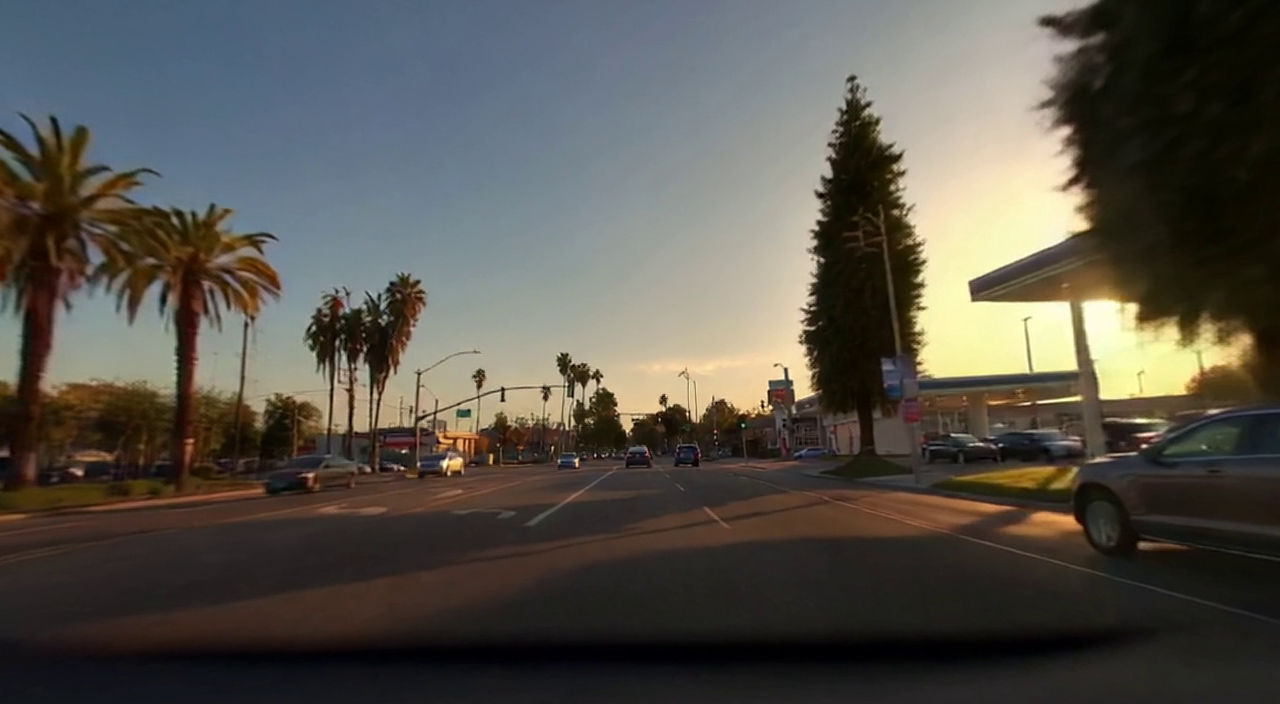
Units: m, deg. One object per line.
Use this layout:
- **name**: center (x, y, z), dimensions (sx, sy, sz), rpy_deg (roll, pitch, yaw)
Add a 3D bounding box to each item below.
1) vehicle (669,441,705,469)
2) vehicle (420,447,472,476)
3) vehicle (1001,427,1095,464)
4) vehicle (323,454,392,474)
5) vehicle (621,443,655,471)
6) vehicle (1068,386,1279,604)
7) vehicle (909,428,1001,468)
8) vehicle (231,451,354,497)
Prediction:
- **vehicle**: center (3.308, 7.399, 45.587), dimensions (2.190, 1.913, 5.174), rpy_deg (0, -9, 0)
- **vehicle**: center (-13.137, 7.420, 43.122), dimensions (2.111, 1.791, 4.542), rpy_deg (0, -9, 0)
- **vehicle**: center (21.085, 4.875, 32.946), dimensions (1.932, 1.729, 4.354), rpy_deg (-1, -9, 0)
- **vehicle**: center (-21.881, 8.690, 49.075), dimensions (4.469, 1.459, 1.972), rpy_deg (-2, -9, 12)
- **vehicle**: center (-0.113, 6.896, 41.771), dimensions (2.177, 1.754, 3.815), rpy_deg (0, -9, 0)
- **vehicle**: center (6.420, 1.202, 5.348), dimensions (2.066, 1.807, 4.893), rpy_deg (0, -9, -1)
- **vehicle**: center (16.033, 4.916, 32.496), dimensions (2.144, 1.816, 4.688), rpy_deg (-1, -8, -2)
- **vehicle**: center (-13.034, 4.566, 24.151), dimensions (1.974, 1.557, 4.790), rpy_deg (0, -9, 0)
